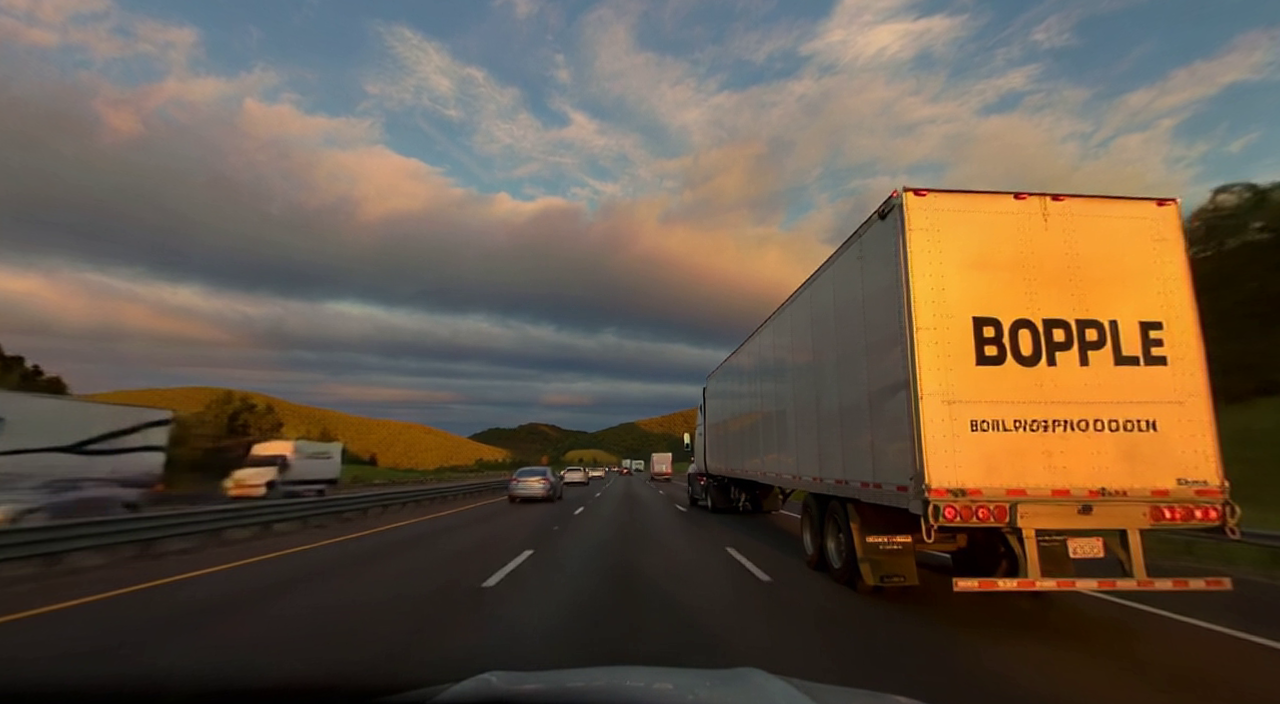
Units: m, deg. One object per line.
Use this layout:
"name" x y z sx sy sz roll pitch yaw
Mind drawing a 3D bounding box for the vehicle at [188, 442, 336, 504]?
"vehicle" -15.763 5.146 26.925 2.306 2.274 6.398 1 -11 0

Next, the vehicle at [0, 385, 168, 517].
"vehicle" -19.704 2.681 17.274 2.843 3.696 13.964 1 -11 -1

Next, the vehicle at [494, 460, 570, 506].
"vehicle" -4.085 5.116 24.774 2.088 1.566 4.853 1 -11 0

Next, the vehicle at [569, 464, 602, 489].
"vehicle" -4.047 9.320 47.239 2.063 1.671 4.197 1 -11 0

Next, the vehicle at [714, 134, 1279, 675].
"vehicle" 3.744 1.543 11.667 2.839 4.062 14.051 1 -11 -1
